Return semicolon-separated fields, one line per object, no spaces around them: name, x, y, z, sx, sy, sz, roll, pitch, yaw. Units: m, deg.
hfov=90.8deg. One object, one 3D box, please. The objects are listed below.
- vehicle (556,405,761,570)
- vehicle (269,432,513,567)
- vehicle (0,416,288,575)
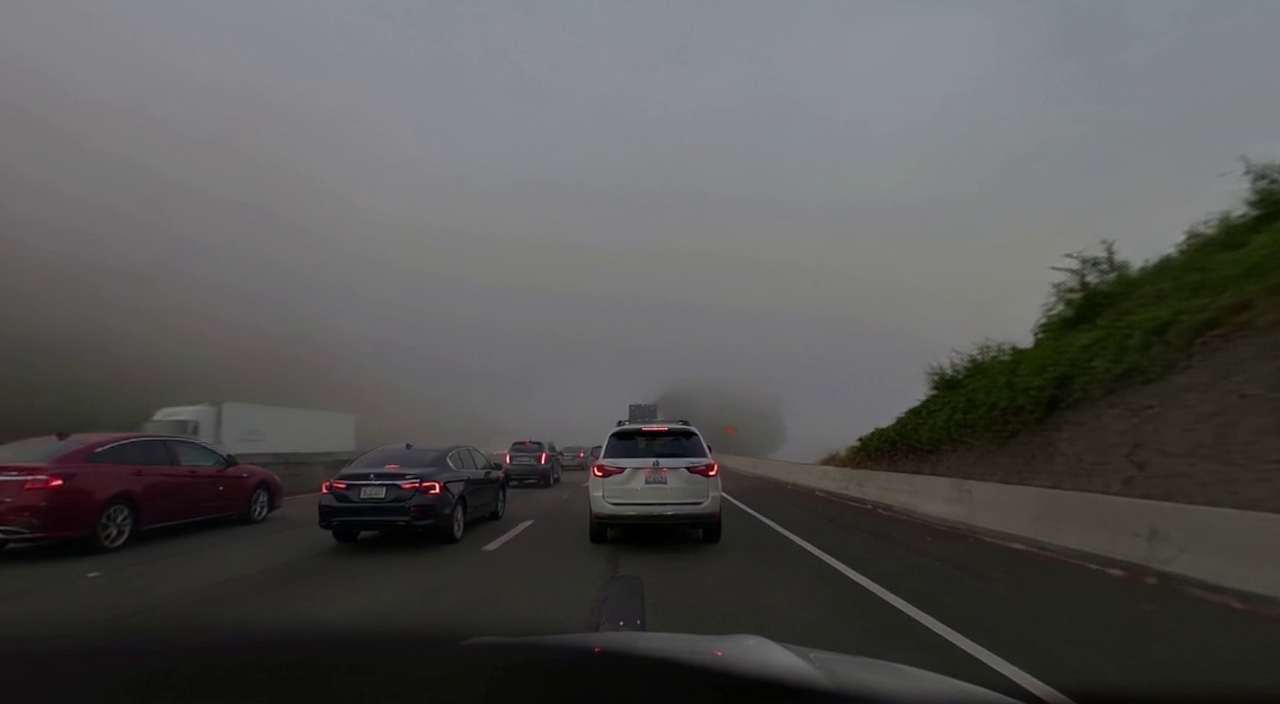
vehicle;0.152;1.875;9.555;2.210;1.760;5.303;0;-9;-1
vehicle;-3.242;1.994;9.230;1.917;1.506;3.949;0;-9;1
vehicle;-7.464;1.912;9.170;1.986;1.700;4.558;0;-9;1
